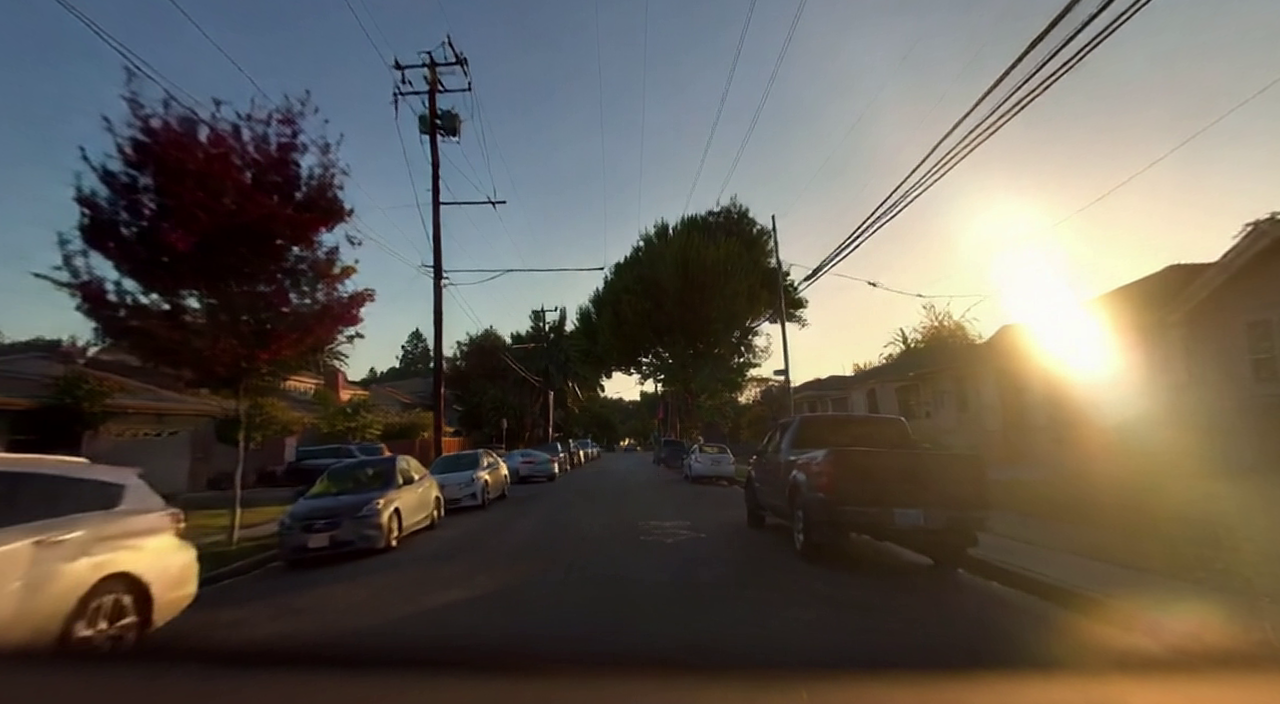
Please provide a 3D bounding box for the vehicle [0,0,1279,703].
[{"bbox_3d":[-0.162,0.529,0.295,2.966,2.216,4.279,0,-8,-1],"label":"vehicle"}]
